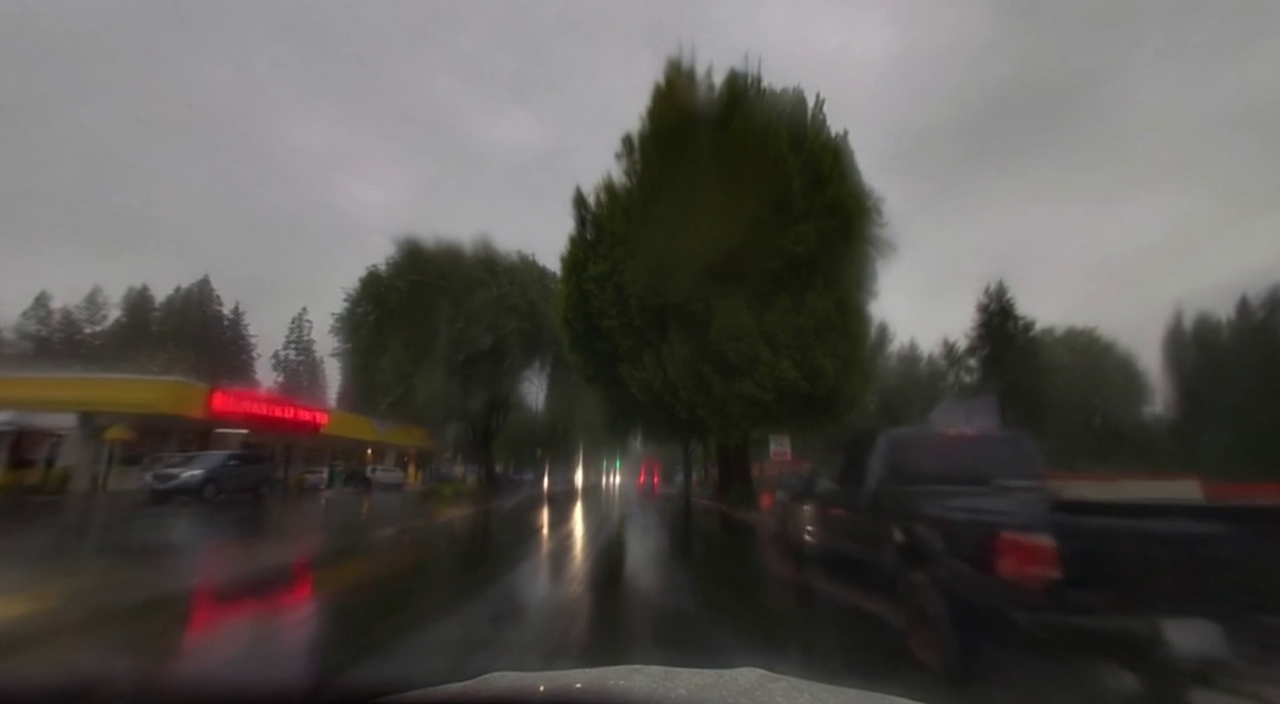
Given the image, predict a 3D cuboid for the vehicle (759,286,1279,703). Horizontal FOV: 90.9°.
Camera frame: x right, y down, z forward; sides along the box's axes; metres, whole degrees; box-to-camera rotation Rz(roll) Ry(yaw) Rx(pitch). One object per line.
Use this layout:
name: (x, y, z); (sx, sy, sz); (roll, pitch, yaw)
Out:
vehicle: (3.246, 1.493, 6.641); (2.472, 2.484, 6.609); (1, -11, -2)

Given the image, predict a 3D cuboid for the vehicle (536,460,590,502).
vehicle: (-3.732, 6.397, 31.469); (2.165, 1.889, 4.825); (1, -11, -1)

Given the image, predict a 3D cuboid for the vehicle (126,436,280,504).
vehicle: (-13.744, 3.718, 20.200); (2.062, 1.889, 4.115); (2, -9, -4)
